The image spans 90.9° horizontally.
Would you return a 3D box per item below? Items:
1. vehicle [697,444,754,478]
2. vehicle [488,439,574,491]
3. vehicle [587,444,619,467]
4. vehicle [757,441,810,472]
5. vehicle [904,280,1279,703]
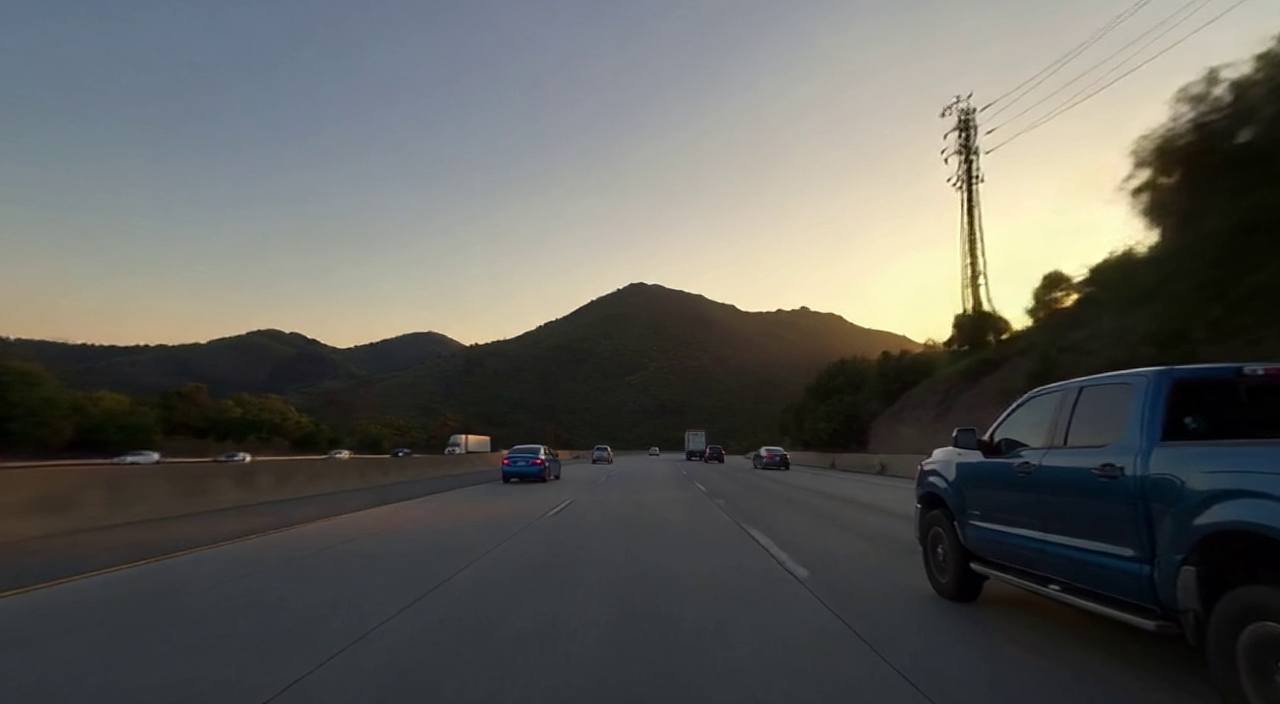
[{"bbox_3d":[3.923,5.057,29.586,2.046,1.471,4.333,0,-9,0],"label":"vehicle"},{"bbox_3d":[-3.688,3.924,22.304,2.113,1.636,4.494,-1,-9,2],"label":"vehicle"},{"bbox_3d":[-2.785,7.941,48.771,2.021,1.679,4.310,-1,-9,3],"label":"vehicle"},{"bbox_3d":[8.186,5.977,36.388,1.986,1.633,4.430,0,-9,0],"label":"vehicle"},{"bbox_3d":[3.476,0.811,3.141,2.098,1.925,5.171,0,-9,1],"label":"vehicle"}]
